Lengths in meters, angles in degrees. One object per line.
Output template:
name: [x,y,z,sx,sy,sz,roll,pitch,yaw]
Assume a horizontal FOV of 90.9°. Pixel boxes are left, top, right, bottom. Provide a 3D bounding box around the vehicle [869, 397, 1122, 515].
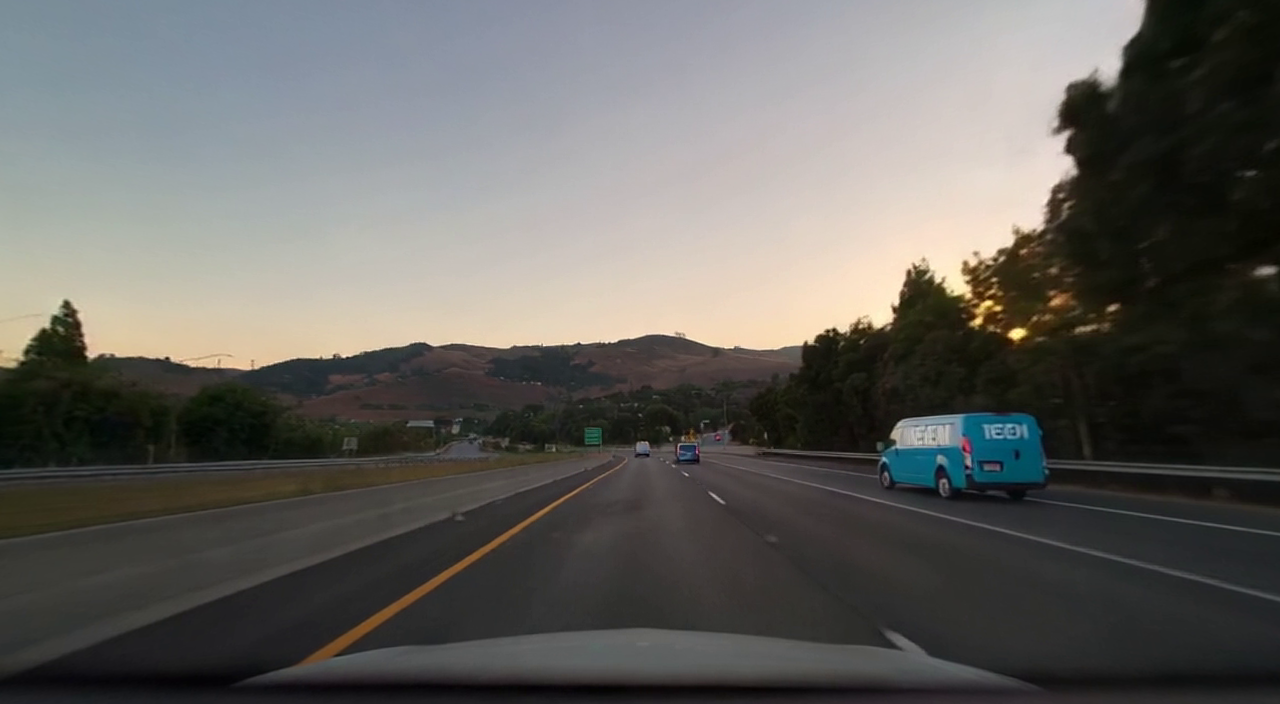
vehicle: [7.248,2.225,13.864,2.275,2.059,5.543,0,-8,0]
